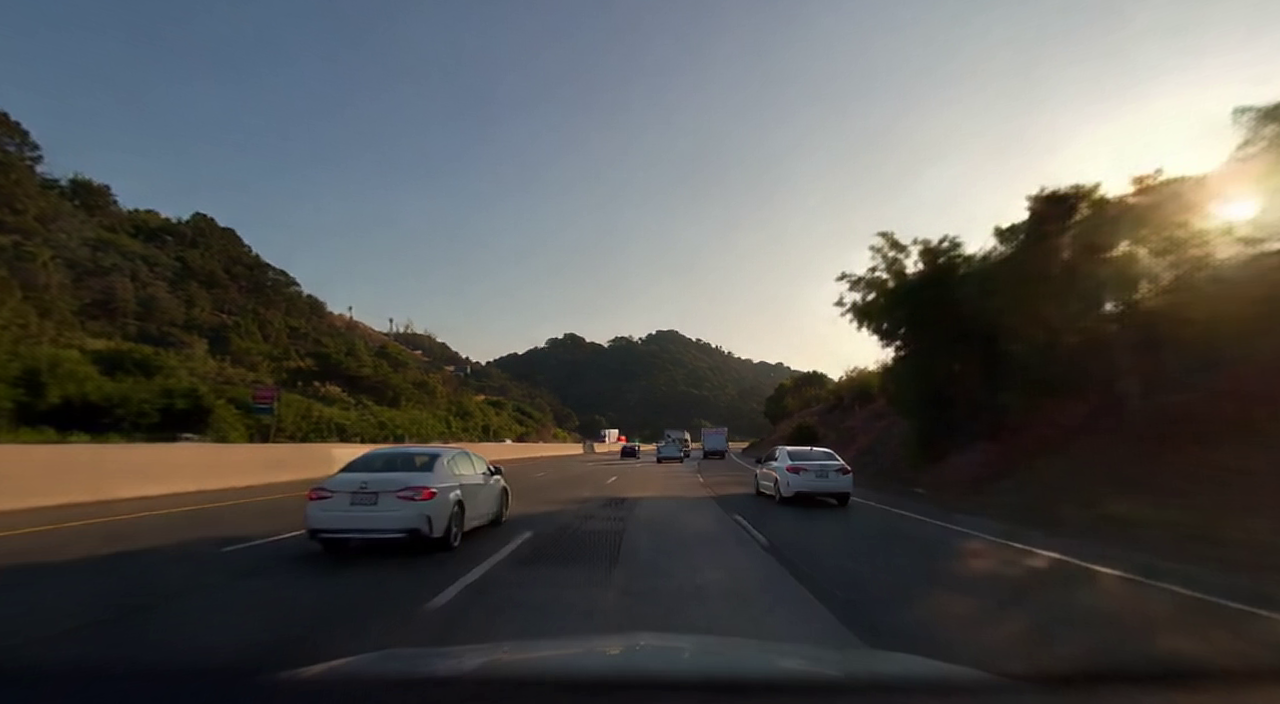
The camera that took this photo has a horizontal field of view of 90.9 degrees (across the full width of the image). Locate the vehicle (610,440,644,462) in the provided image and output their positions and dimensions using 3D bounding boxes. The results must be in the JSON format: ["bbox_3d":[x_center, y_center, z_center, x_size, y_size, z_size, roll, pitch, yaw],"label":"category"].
[{"bbox_3d":[-0.913,7.410,47.306,2.010,1.482,4.230,0,-8,5],"label":"vehicle"}]

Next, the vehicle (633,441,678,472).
[{"bbox_3d":[0.877,5.415,32.931,2.202,1.467,3.929,-1,-8,4],"label":"vehicle"}]

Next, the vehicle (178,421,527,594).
[{"bbox_3d":[-2.951,1.712,7.957,2.031,1.491,4.792,0,-8,2],"label":"vehicle"}]

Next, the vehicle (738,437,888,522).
[{"bbox_3d":[3.428,2.602,13.486,2.013,1.464,4.317,1,-8,0],"label":"vehicle"}]
